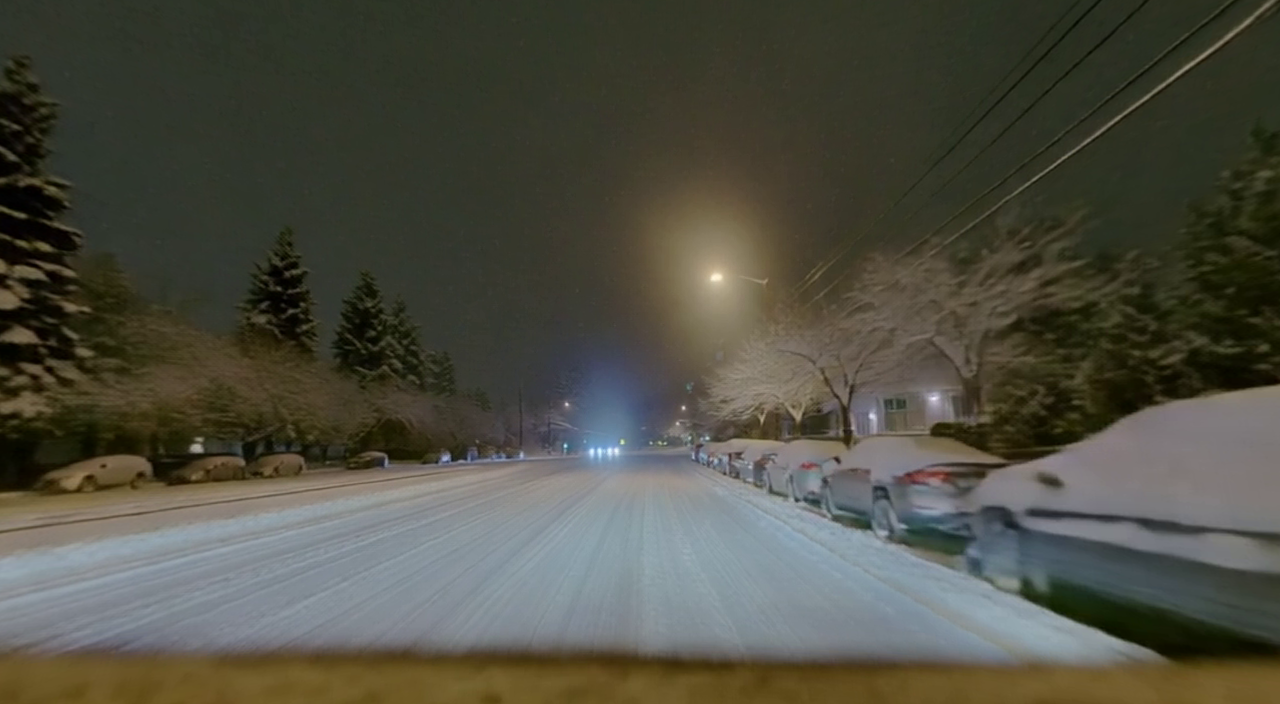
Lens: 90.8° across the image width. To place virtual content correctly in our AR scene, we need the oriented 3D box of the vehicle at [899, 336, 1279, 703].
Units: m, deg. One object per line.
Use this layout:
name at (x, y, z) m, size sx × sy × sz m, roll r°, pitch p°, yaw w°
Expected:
vehicle at (4.102, 1.076, 4.558) m, size 2.057 × 1.846 × 5.475 m, roll 0°, pitch -9°, yaw -1°

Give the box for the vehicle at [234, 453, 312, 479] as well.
vehicle at (-23.039, 7.166, 39.902) m, size 1.915 × 1.492 × 4.565 m, roll -1°, pitch -9°, yaw 4°

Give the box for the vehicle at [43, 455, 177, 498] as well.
vehicle at (-23.566, 5.508, 28.393) m, size 1.967 × 1.467 × 4.769 m, roll -2°, pitch -7°, yaw 0°
